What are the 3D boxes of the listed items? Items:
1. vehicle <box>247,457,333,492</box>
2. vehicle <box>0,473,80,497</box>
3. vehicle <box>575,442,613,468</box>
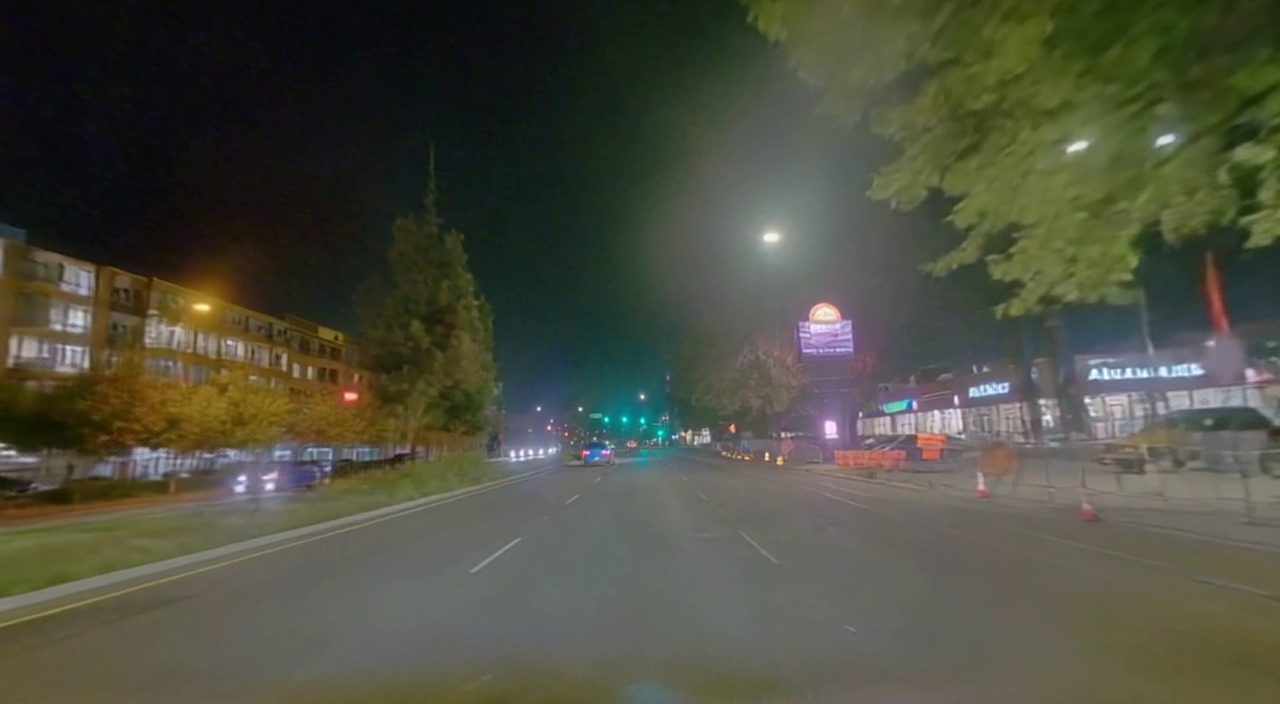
[{"bbox_3d":[-17.881,6.266,32.492,1.948,1.535,4.600,0,-8,-2],"label":"vehicle"},{"bbox_3d":[-42.287,9.339,44.199,4.361,1.478,1.893,0,-8,5],"label":"vehicle"},{"bbox_3d":[-2.720,6.192,38.103,1.926,1.442,4.231,0,-8,0],"label":"vehicle"}]
